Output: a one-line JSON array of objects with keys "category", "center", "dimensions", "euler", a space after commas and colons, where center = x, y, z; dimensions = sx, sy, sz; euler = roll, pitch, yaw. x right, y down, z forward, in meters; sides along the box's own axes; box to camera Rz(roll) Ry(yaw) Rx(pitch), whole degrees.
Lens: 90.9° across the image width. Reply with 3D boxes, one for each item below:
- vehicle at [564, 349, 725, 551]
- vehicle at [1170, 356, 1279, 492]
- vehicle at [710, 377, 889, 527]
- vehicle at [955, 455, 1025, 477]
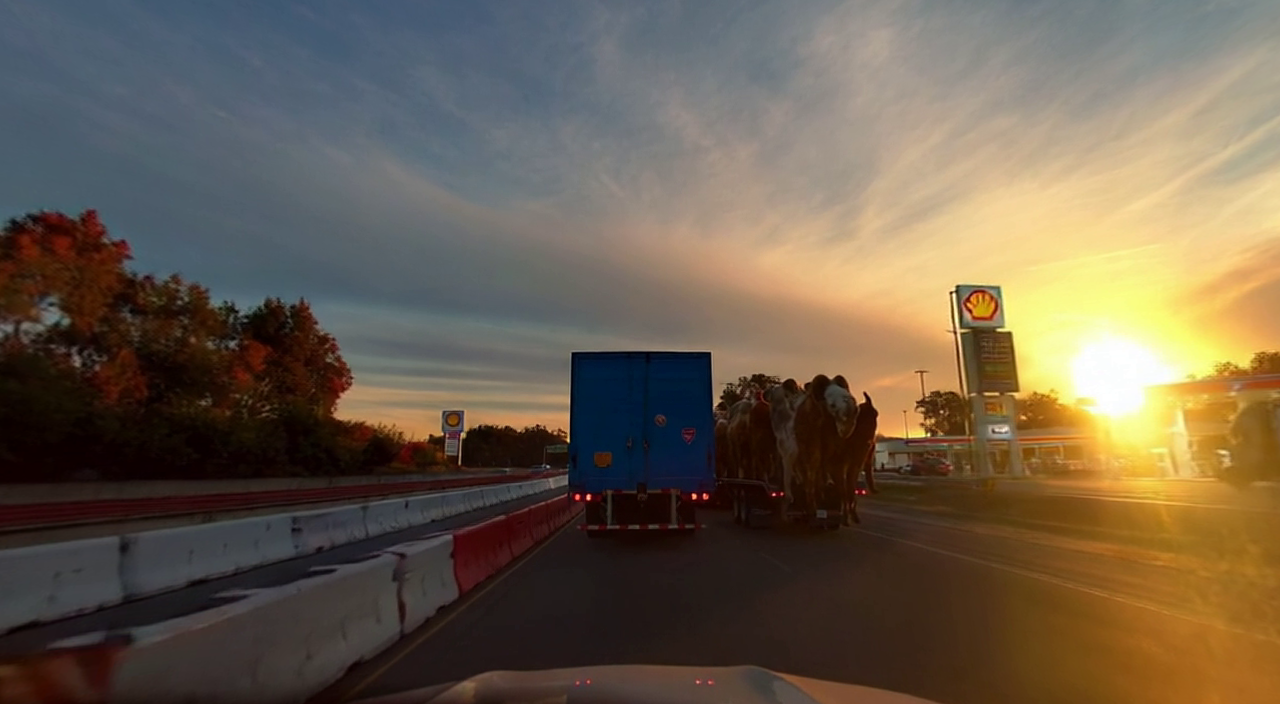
[{"category": "vehicle", "center": [0.042, 2.376, 14.813], "dimensions": [2.618, 3.306, 8.676], "euler": [1, -10, 0]}, {"category": "vehicle", "center": [20.853, 1.651, 16.139], "dimensions": [2.771, 4.075, 13.513], "euler": [1, -11, 0]}, {"category": "vehicle", "center": [4.424, 3.287, 20.244], "dimensions": [2.936, 3.640, 9.443], "euler": [1, -10, -2]}, {"category": "vehicle", "center": [24.530, 8.020, 44.324], "dimensions": [1.762, 1.470, 4.485], "euler": [3, -11, -11]}]
